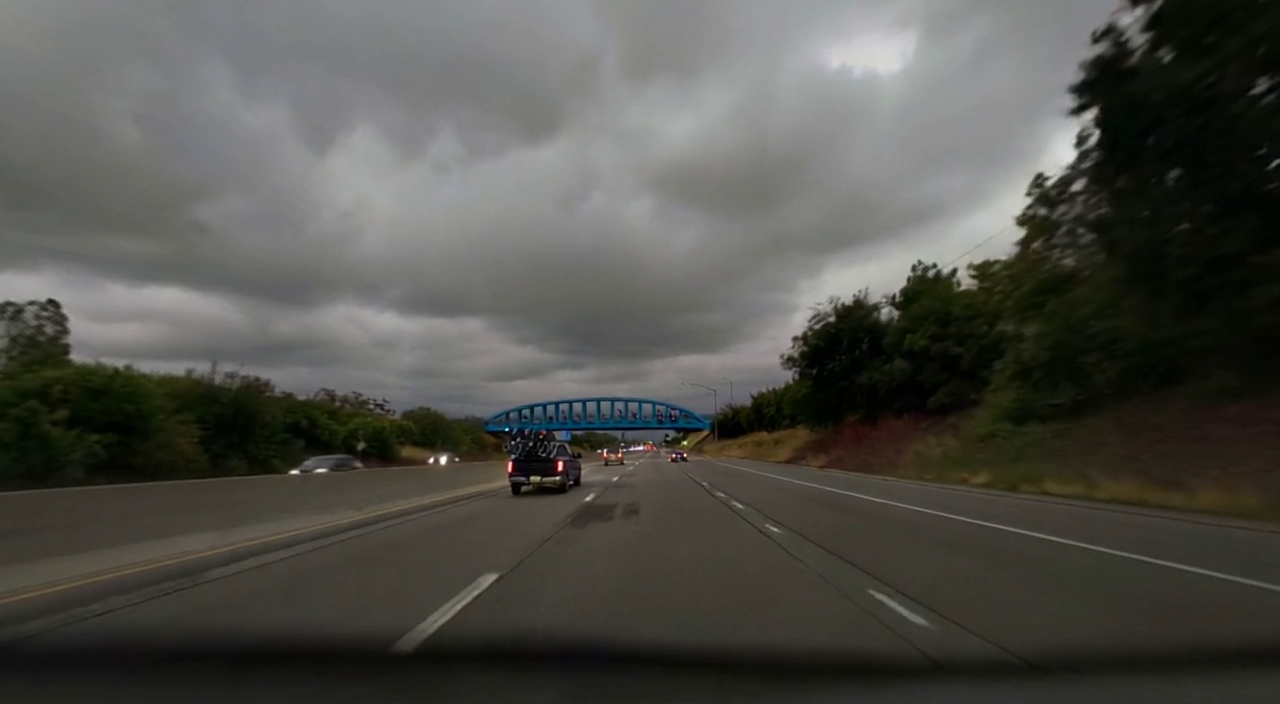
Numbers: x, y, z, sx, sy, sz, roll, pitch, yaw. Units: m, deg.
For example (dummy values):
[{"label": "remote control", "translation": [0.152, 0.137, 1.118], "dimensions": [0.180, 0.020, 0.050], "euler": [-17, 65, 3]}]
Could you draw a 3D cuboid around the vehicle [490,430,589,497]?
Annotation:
[{"label": "vehicle", "translation": [-3.207, 3.743, 21.495], "dimensions": [2.369, 1.948, 5.343], "euler": [0, -9, 1]}]

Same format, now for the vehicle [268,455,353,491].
[{"label": "vehicle", "translation": [-16.353, 5.991, 31.511], "dimensions": [1.867, 1.572, 4.281], "euler": [0, -9, 1]}]
